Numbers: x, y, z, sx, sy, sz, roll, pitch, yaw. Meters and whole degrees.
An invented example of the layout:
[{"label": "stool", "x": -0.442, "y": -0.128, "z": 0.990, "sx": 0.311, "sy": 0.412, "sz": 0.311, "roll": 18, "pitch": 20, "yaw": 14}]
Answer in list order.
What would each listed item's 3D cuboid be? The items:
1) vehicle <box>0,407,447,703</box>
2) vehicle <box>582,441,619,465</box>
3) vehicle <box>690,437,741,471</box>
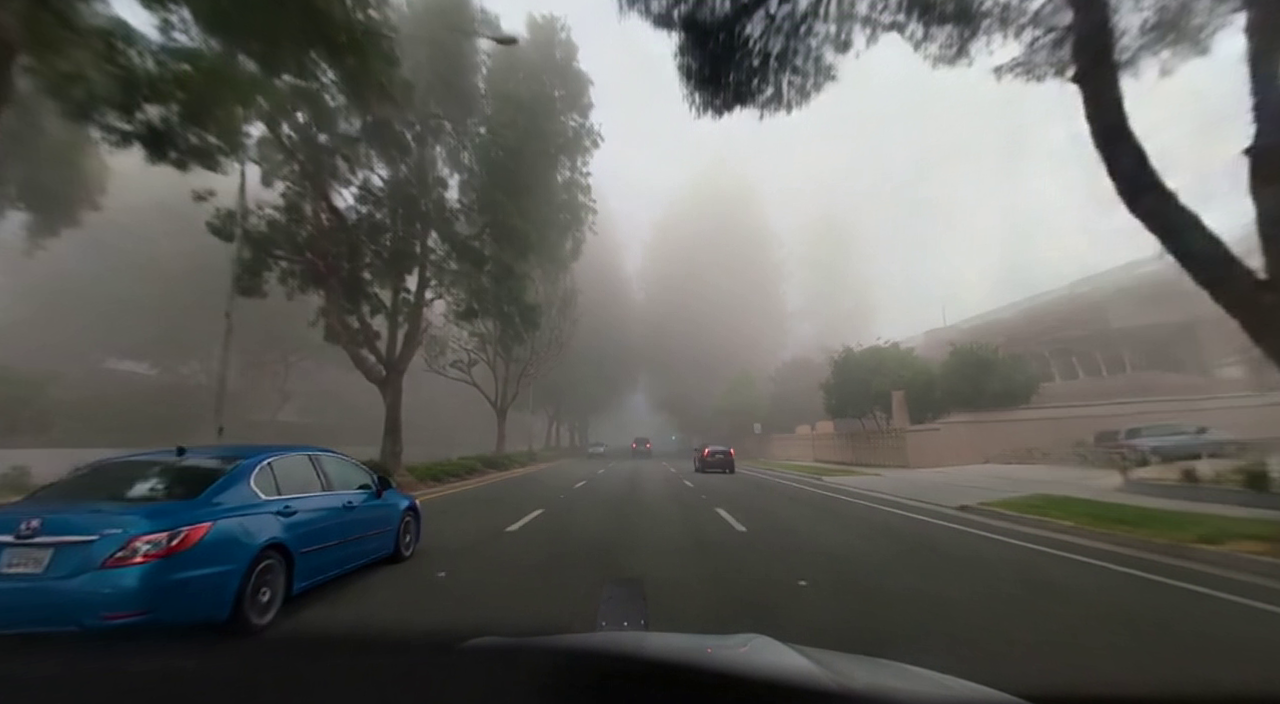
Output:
[{"label": "vehicle", "x": -3.543, "y": 1.376, "z": 5.416, "sx": 2.091, "sy": 1.503, "sz": 4.989, "roll": 0, "pitch": -8, "yaw": 1}, {"label": "vehicle", "x": -2.548, "y": 6.685, "z": 41.758, "sx": 1.940, "sy": 1.473, "sz": 4.133, "roll": -1, "pitch": -8, "yaw": 3}, {"label": "vehicle", "x": 3.926, "y": 5.389, "z": 33.497, "sx": 2.182, "sy": 1.688, "sz": 4.187, "roll": 0, "pitch": -8, "yaw": 0}]
